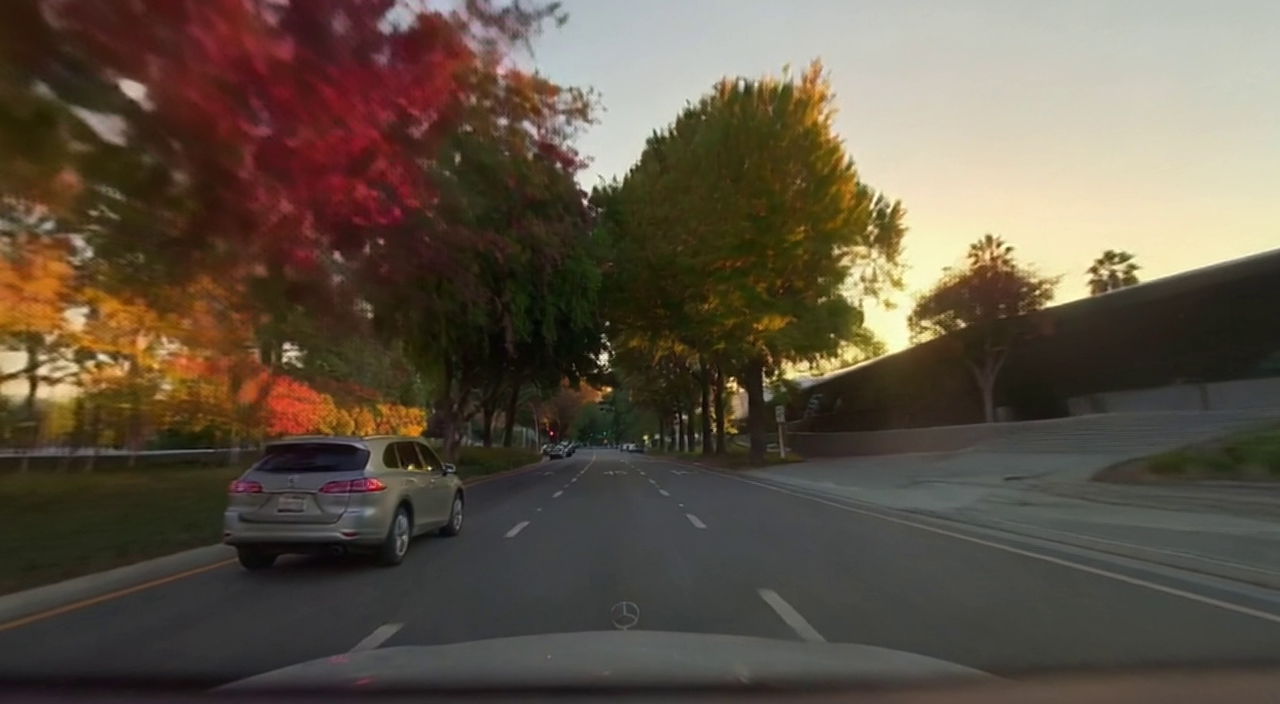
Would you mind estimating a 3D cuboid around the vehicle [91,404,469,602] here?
[{"bbox_3d":[-3.743,1.645,7.831,2.067,1.700,4.561,0,-8,-2],"label":"vehicle"}]
